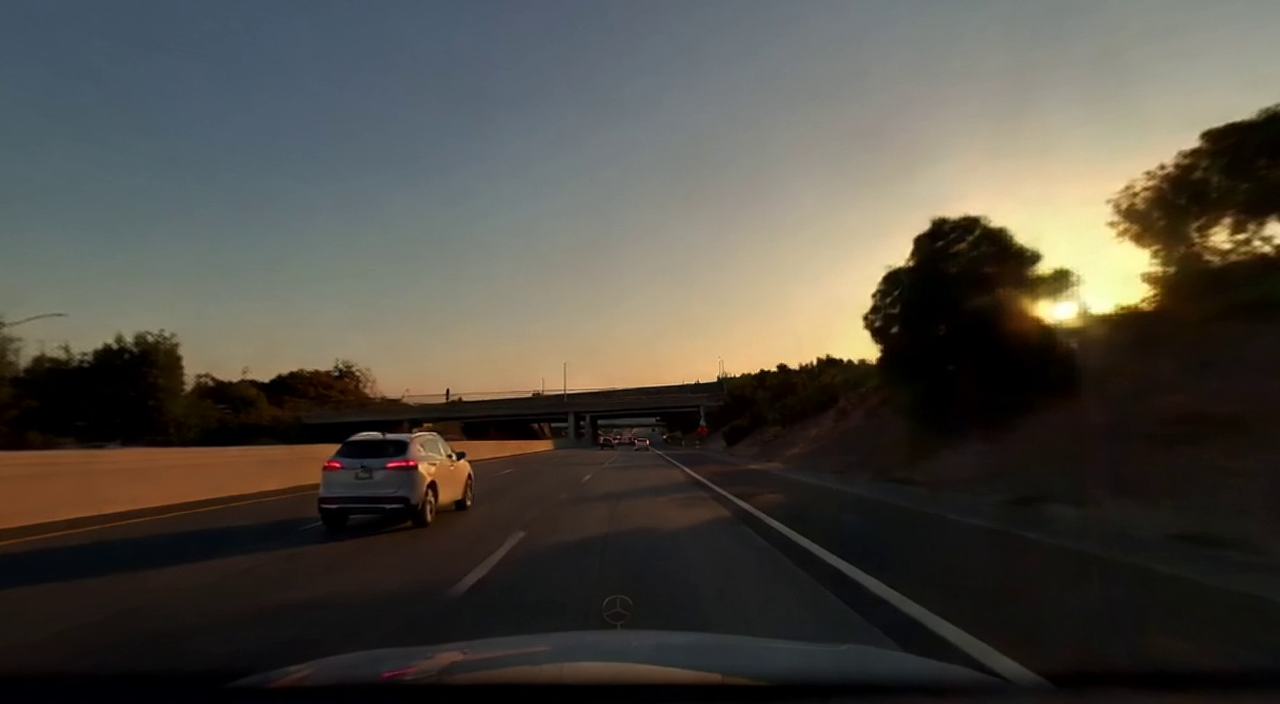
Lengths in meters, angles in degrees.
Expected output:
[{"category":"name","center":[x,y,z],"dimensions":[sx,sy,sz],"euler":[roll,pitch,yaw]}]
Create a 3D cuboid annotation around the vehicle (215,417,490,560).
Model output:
[{"category":"vehicle","center":[-3.754,1.825,9.280],"dimensions":[2.039,1.589,4.324],"euler":[0,-8,0]}]
